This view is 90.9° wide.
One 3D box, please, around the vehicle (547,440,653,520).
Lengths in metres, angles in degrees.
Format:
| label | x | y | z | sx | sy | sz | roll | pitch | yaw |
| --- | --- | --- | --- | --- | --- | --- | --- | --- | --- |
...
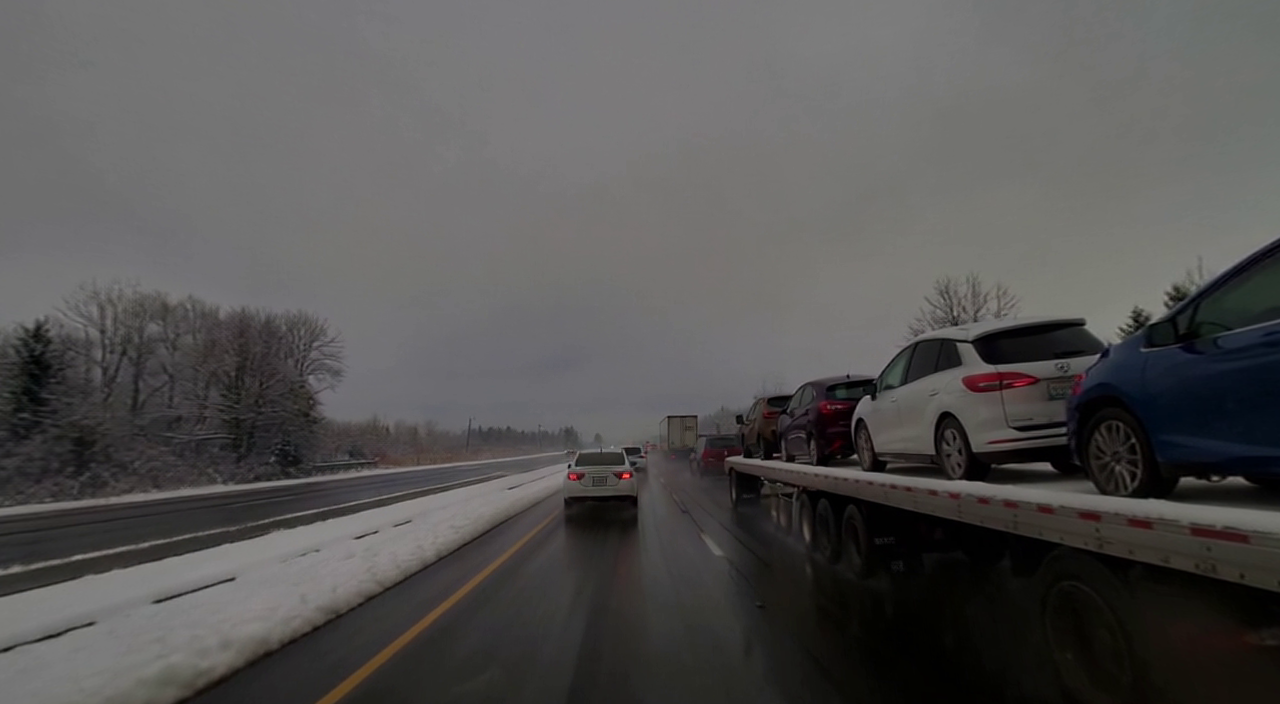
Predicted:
| label | x | y | z | sx | sy | sz | roll | pitch | yaw |
| --- | --- | --- | --- | --- | --- | --- | --- | --- | --- |
| vehicle | -0.734 | 2.693 | 13.674 | 1.991 | 1.466 | 3.675 | 0 | -9 | 0 |

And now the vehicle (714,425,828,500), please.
| label | x | y | z | sx | sy | sz | roll | pitch | yaw |
| --- | --- | --- | --- | --- | --- | --- | --- | --- | --- |
| vehicle | 3.536 | 3.097 | 17.902 | 2.303 | 1.889 | 3.920 | 0 | -9 | -1 |

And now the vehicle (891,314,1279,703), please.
| label | x | y | z | sx | sy | sz | roll | pitch | yaw |
| --- | --- | --- | --- | --- | --- | --- | --- | --- | --- |
| vehicle | 3.448 | 0.973 | 3.837 | 1.959 | 1.783 | 4.407 | 0 | -9 | 0 |

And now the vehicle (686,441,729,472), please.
| label | x | y | z | sx | sy | sz | roll | pitch | yaw |
| --- | --- | --- | --- | --- | --- | --- | --- | --- | --- |
| vehicle | 3.768 | 5.969 | 36.008 | 1.938 | 1.660 | 4.223 | 0 | -9 | -1 |
